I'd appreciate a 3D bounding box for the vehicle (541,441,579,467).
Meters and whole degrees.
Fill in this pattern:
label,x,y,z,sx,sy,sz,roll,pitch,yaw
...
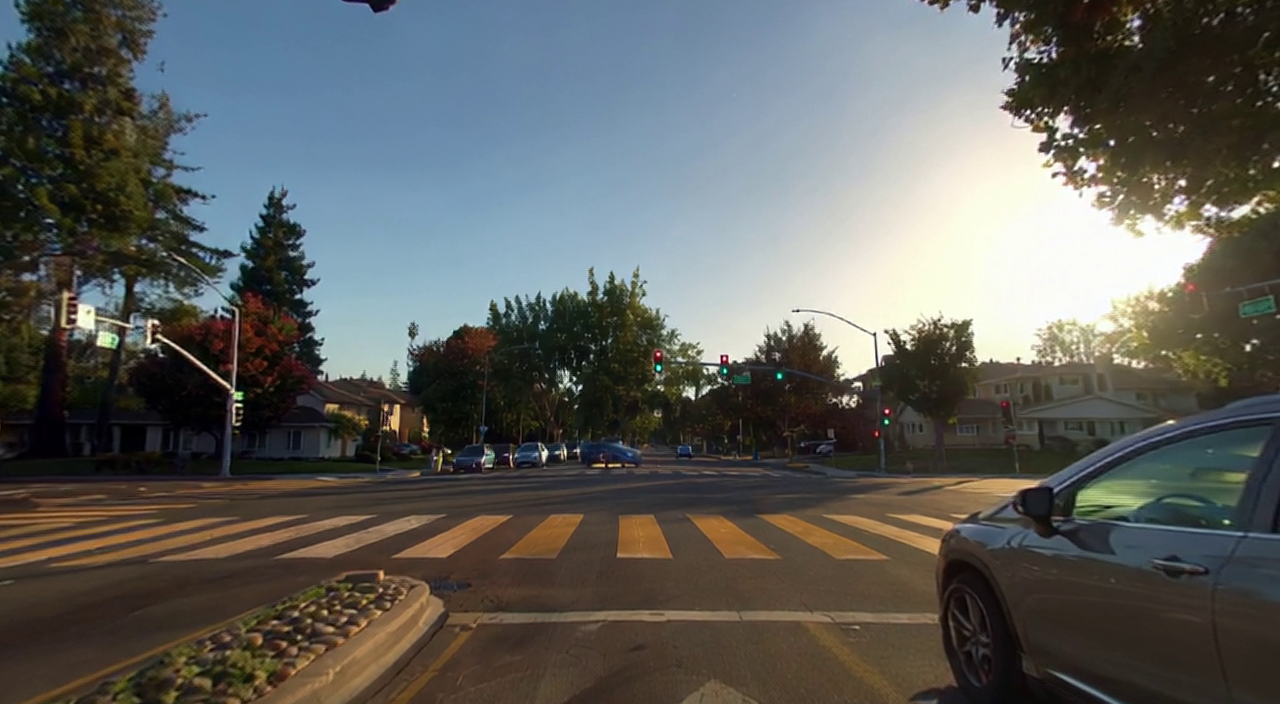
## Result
label,x,y,z,sx,sy,sz,roll,pitch,yaw
vehicle,-5.527,7.112,44.309,2.091,1.707,4.157,0,-9,0

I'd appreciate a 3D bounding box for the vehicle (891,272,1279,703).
label,x,y,z,sx,sy,sz,roll,pitch,yaw
vehicle,2.716,0.711,1.698,2.085,1.800,4.908,0,-9,1

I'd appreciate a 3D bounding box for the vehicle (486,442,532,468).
label,x,y,z,sx,sy,sz,roll,pitch,yaw
vehicle,-8.938,7.070,43.545,2.028,1.654,5.027,0,-9,1

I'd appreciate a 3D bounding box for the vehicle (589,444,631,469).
label,x,y,z,sx,sy,sz,roll,pitch,yaw
vehicle,-1.904,6.450,39.184,2.046,1.491,4.118,2,-9,-10
